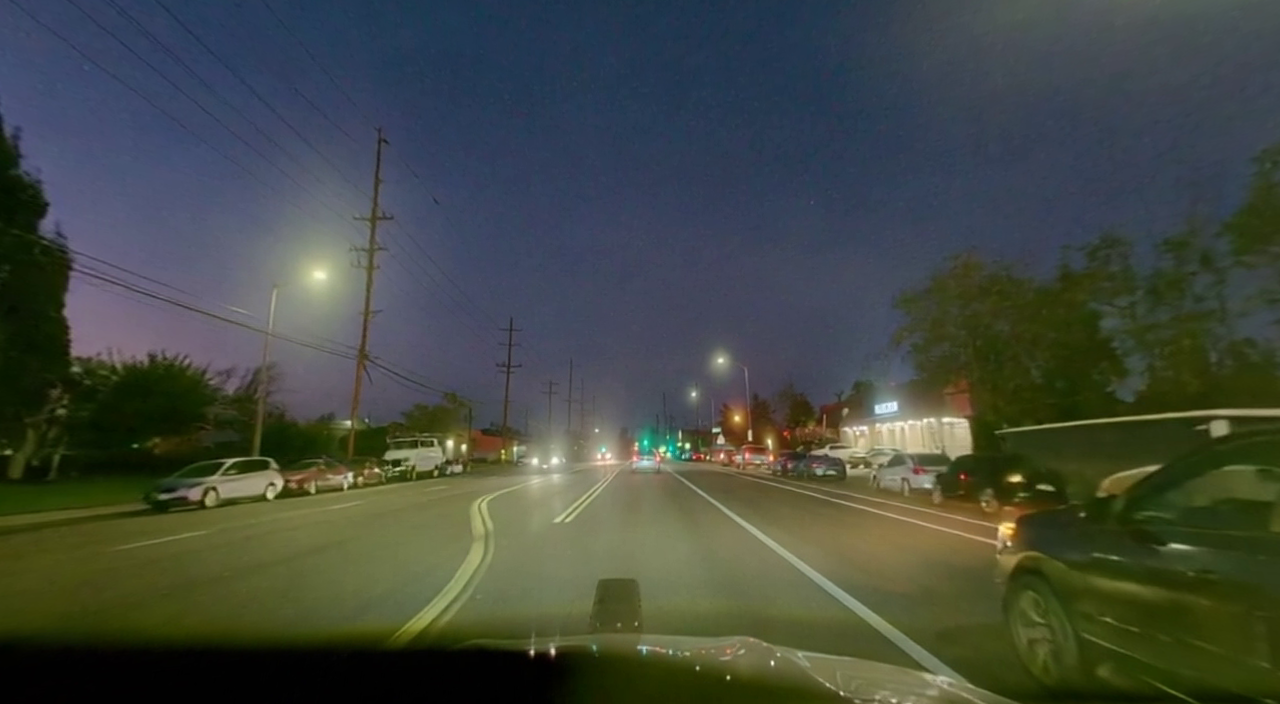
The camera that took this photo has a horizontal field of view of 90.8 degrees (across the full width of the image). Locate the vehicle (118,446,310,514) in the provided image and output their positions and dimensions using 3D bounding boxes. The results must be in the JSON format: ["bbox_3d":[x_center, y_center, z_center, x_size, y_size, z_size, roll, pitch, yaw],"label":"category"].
[{"bbox_3d":[-14.060,4.197,21.513,2.367,1.849,5.874,-3,-8,2],"label":"vehicle"}]

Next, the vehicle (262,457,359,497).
[{"bbox_3d":[-14.060,5.319,27.283,1.795,1.462,4.466,0,-8,-1],"label":"vehicle"}]

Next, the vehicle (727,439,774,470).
[{"bbox_3d":[7.899,7.371,45.630,2.370,2.022,5.918,-1,-8,1],"label":"vehicle"}]

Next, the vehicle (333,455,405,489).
[{"bbox_3d":[-14.017,6.207,33.003,1.806,1.463,4.714,-2,-8,-1],"label":"vehicle"}]

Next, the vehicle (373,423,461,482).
[{"bbox_3d":[-14.021,6.397,40.450,2.865,3.346,7.163,-1,-8,1],"label":"vehicle"}]

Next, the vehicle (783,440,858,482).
[{"bbox_3d":[8.084,4.925,28.785,2.003,1.723,4.654,0,-8,0],"label":"vehicle"}]

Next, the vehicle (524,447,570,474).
[{"bbox_3d":[-5.905,6.932,40.663,2.213,1.626,4.736,-1,-8,1],"label":"vehicle"}]

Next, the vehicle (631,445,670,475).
[{"bbox_3d":[0.572,6.031,35.709,2.067,1.547,4.513,-1,-8,0],"label":"vehicle"}]

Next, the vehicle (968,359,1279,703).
[{"bbox_3d":[3.306,0.818,2.090,2.070,1.633,4.461,-1,-8,1],"label":"vehicle"}]

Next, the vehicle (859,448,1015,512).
[{"bbox_3d":[7.685,3.325,16.977,1.874,1.437,4.593,0,-8,-1],"label":"vehicle"}]

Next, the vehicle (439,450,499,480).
[{"bbox_3d":[-9.533,6.345,35.647,2.060,1.507,4.532,-1,-8,1],"label":"vehicle"}]
